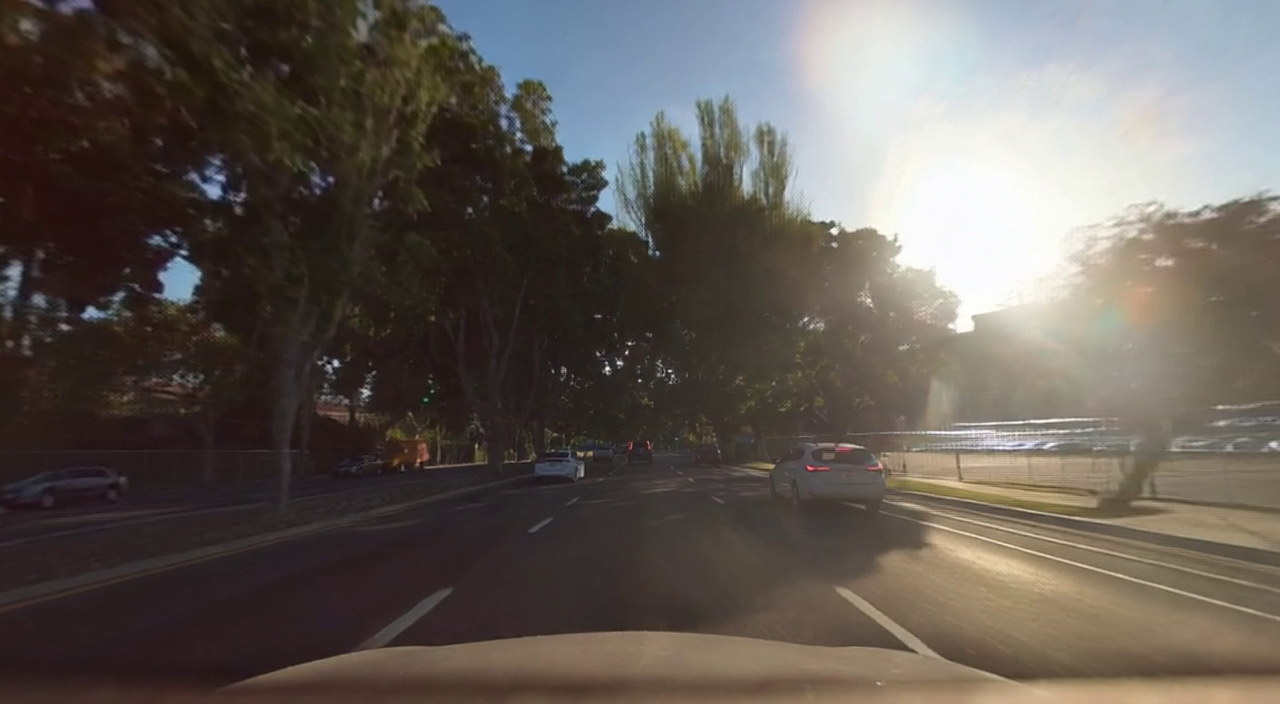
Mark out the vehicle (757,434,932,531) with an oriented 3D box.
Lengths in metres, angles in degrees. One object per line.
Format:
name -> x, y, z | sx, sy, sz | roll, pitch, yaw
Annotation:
vehicle -> 3.606, 2.358, 12.049 | 1.919, 1.502, 4.232 | 0, -8, 0

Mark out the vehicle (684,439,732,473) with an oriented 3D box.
vehicle -> 3.631, 5.641, 34.435 | 1.980, 1.709, 4.367 | 0, -8, -1

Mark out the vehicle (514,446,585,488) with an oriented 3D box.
vehicle -> -3.166, 4.116, 22.858 | 2.013, 1.354, 3.908 | 0, -8, 0

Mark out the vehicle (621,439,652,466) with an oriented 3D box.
vehicle -> -0.291, 7.478, 47.021 | 2.247, 1.882, 4.603 | 0, -8, -1

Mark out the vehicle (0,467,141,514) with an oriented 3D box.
vehicle -> -22.655, 5.388, 24.881 | 1.908, 1.483, 4.835 | 0, -8, 0
